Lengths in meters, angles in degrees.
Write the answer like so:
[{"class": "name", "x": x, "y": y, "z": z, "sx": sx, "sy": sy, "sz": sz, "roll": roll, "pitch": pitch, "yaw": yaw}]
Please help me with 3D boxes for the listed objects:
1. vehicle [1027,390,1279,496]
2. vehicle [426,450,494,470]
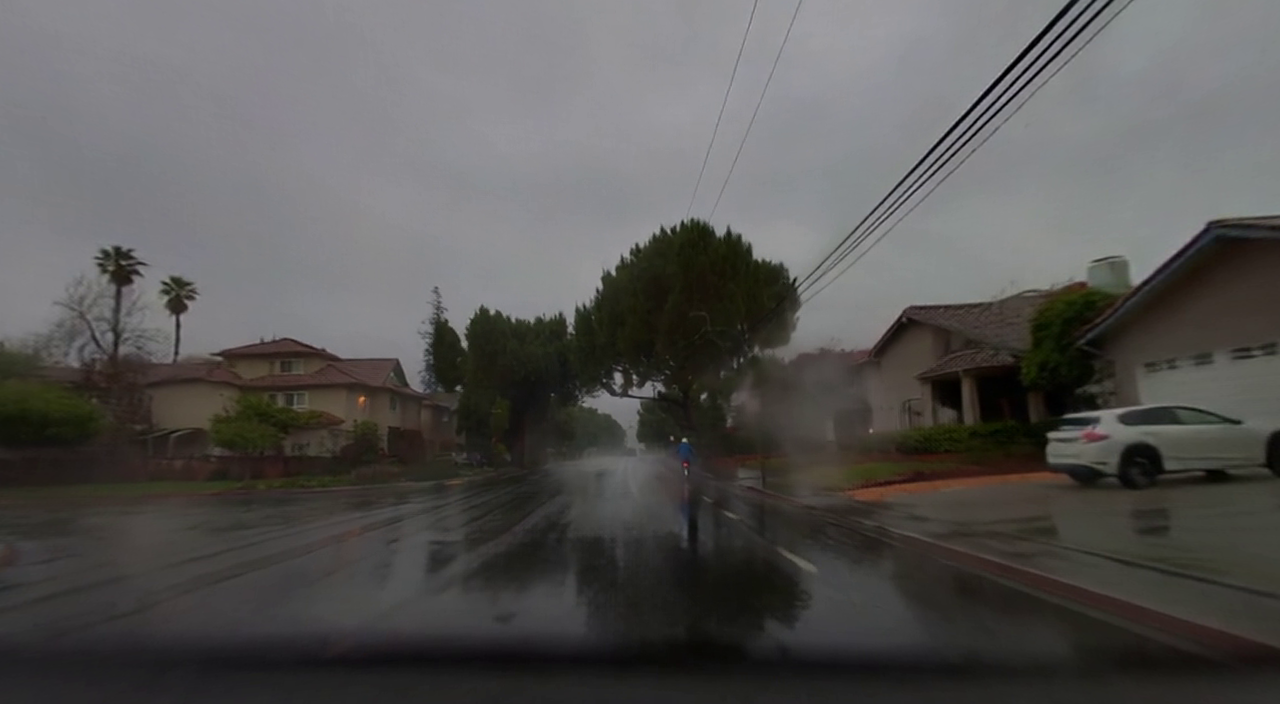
[{"class": "vehicle", "x": 10.309, "y": 1.768, "z": 12.318, "sx": 4.146, "sy": 1.866, "sz": 1.897, "roll": -1, "pitch": -9, "yaw": 7}, {"class": "vehicle", "x": -13.781, "y": 8.300, "z": 48.593, "sx": 4.717, "sy": 1.465, "sz": 1.887, "roll": 1, "pitch": -9, "yaw": -4}]
